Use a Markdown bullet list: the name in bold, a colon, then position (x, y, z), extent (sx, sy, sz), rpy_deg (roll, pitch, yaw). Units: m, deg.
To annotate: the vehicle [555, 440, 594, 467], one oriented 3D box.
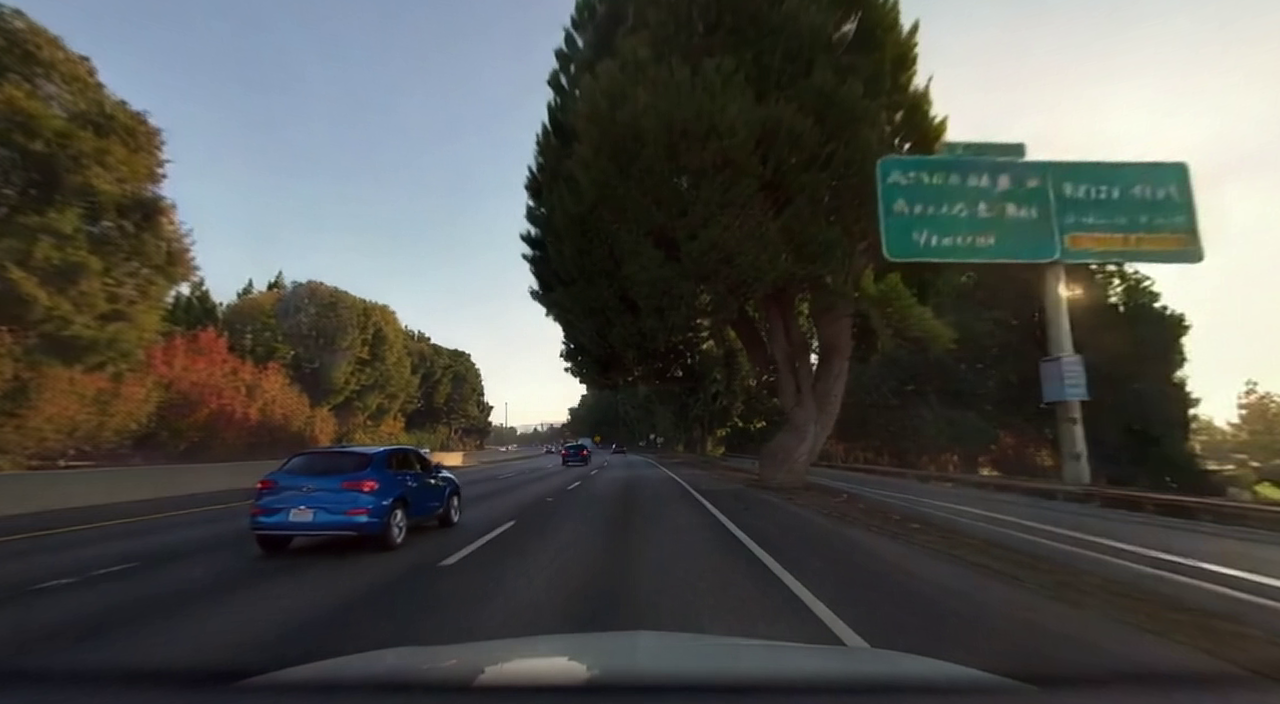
- **vehicle**: position (-4.387, 6.887, 42.857), extent (2.162, 1.724, 4.537), rpy_deg (0, -8, -1)
